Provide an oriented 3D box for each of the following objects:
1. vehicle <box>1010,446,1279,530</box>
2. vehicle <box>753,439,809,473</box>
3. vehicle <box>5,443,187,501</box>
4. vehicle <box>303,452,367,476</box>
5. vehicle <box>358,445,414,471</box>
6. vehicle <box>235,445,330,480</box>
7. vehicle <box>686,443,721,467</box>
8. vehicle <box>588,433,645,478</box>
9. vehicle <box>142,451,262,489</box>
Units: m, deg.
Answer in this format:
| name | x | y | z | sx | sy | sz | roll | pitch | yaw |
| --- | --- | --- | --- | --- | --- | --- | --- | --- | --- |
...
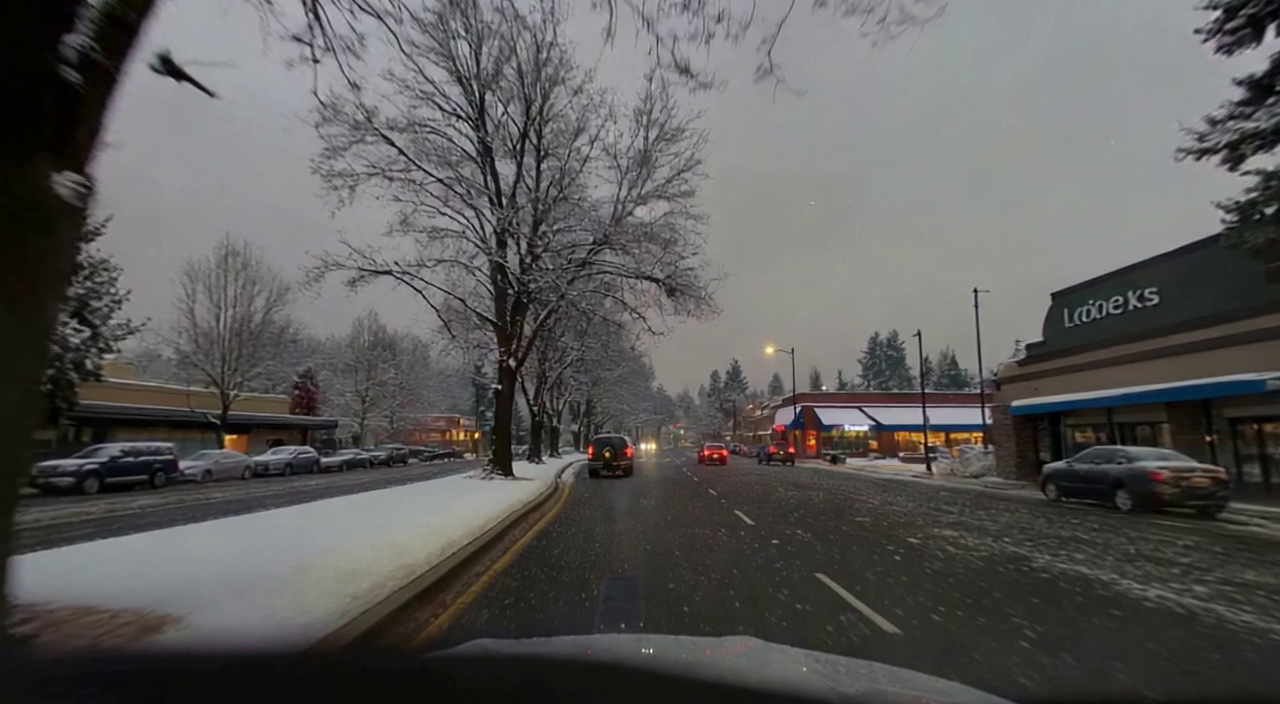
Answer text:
| name | x | y | z | sx | sy | sz | roll | pitch | yaw |
| --- | --- | --- | --- | --- | --- | --- | --- | --- | --- |
| vehicle | 10.556 | 2.795 | 13.714 | 2.092 | 1.473 | 4.813 | 0 | -8 | 0 |
| vehicle | 7.710 | 5.721 | 34.984 | 2.040 | 1.738 | 4.414 | 0 | -8 | 0 |
| vehicle | -19.018 | 4.172 | 22.460 | 2.160 | 1.801 | 4.860 | 0 | -8 | -1 |
| vehicle | -18.772 | 6.899 | 38.983 | 1.737 | 1.349 | 4.014 | 0 | -8 | 3 |
| vehicle | -18.684 | 7.795 | 46.661 | 1.914 | 1.785 | 5.408 | 0 | -8 | 0 |
| vehicle | -18.993 | 5.873 | 33.818 | 2.137 | 1.723 | 4.850 | 0 | -8 | 2 |
| vehicle | 4.137 | 6.826 | 41.950 | 1.886 | 1.464 | 4.290 | 0 | -8 | 0 |
| vehicle | -1.143 | 4.607 | 28.356 | 2.344 | 1.863 | 4.665 | 1 | -8 | -5 |
| vehicle | -19.110 | 5.143 | 27.828 | 1.985 | 1.463 | 4.603 | 0 | -8 | 0 |
